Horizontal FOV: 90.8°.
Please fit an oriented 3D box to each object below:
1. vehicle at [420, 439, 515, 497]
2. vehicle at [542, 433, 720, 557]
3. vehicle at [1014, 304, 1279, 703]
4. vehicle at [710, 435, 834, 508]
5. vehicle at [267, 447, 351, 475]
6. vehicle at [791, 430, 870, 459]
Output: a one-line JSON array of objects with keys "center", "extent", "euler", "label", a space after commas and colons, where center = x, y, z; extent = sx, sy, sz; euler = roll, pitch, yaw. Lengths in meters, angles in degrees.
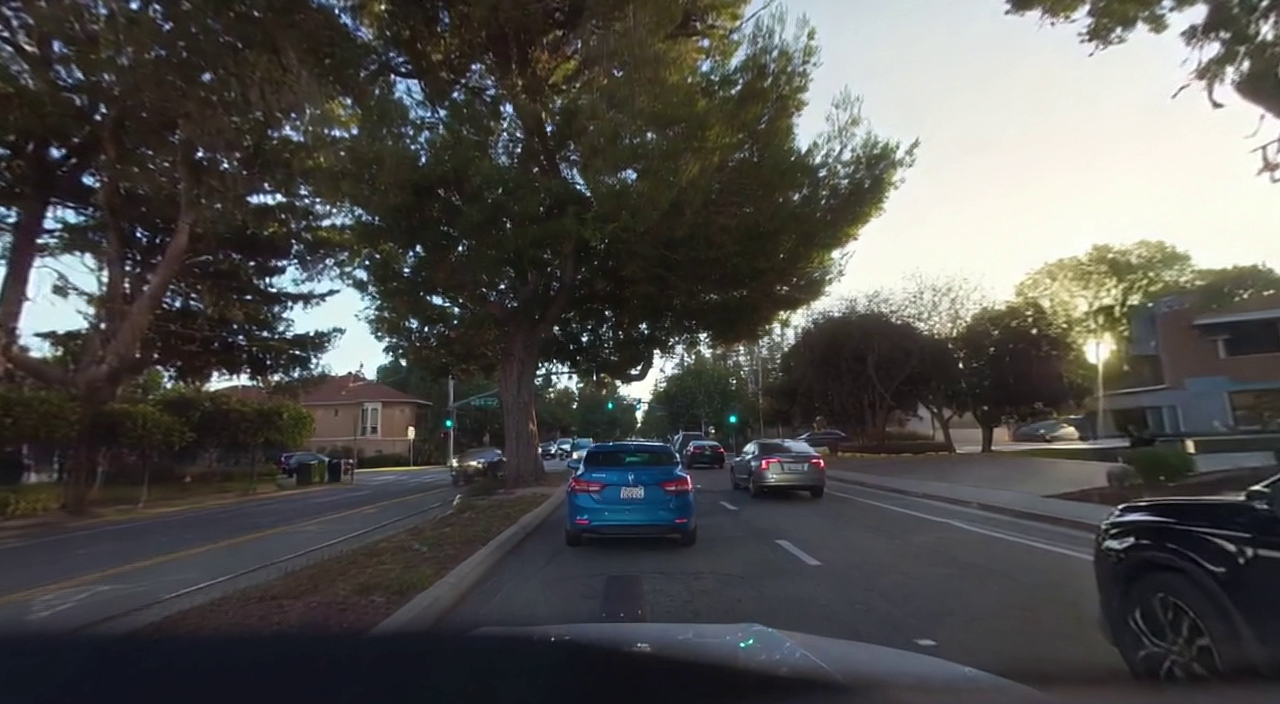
[{"center": [-5.533, 3.753, 20.917], "extent": [2.058, 1.695, 4.319], "euler": [0, -8, -2], "label": "vehicle"}, {"center": [-0.158, 2.069, 9.920], "extent": [2.186, 1.500, 4.141], "euler": [0, -8, -1], "label": "vehicle"}, {"center": [3.336, 0.619, 1.636], "extent": [2.006, 1.766, 4.345], "euler": [0, -8, 0], "label": "vehicle"}, {"center": [3.029, 2.841, 15.550], "extent": [1.971, 1.517, 4.521], "euler": [0, -8, -1], "label": "vehicle"}, {"center": [-19.826, 6.537, 38.005], "extent": [3.957, 1.630, 1.881], "euler": [0, -8, 0], "label": "vehicle"}, {"center": [12.029, 5.892, 40.183], "extent": [4.318, 1.729, 2.063], "euler": [0, -8, 0], "label": "vehicle"}]
